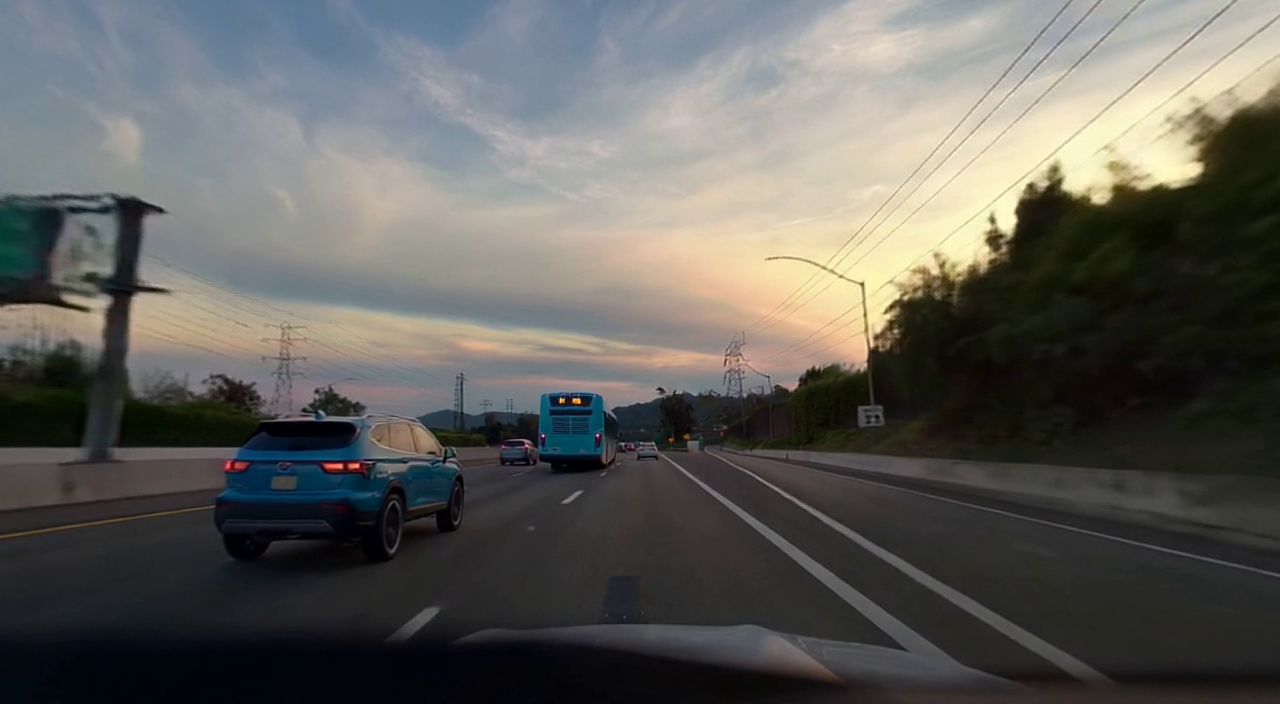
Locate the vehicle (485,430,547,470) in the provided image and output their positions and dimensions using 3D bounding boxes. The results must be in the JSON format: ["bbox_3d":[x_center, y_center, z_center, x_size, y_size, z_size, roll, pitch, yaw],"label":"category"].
[{"bbox_3d":[-6.944,5.585,36.079,2.282,2.116,6.030,0,-8,1],"label":"vehicle"}]

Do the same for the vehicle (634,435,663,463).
[{"bbox_3d":[0.629,7.302,47.683,2.083,2.001,4.782,0,-8,0],"label":"vehicle"}]

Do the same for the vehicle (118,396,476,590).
[{"bbox_3d":[-3.661,1.586,7.871,2.021,1.730,4.223,0,-8,1],"label":"vehicle"}]

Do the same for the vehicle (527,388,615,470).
[{"bbox_3d":[-3.423,4.463,34.999,3.382,3.712,11.766,1,-9,1],"label":"vehicle"}]
